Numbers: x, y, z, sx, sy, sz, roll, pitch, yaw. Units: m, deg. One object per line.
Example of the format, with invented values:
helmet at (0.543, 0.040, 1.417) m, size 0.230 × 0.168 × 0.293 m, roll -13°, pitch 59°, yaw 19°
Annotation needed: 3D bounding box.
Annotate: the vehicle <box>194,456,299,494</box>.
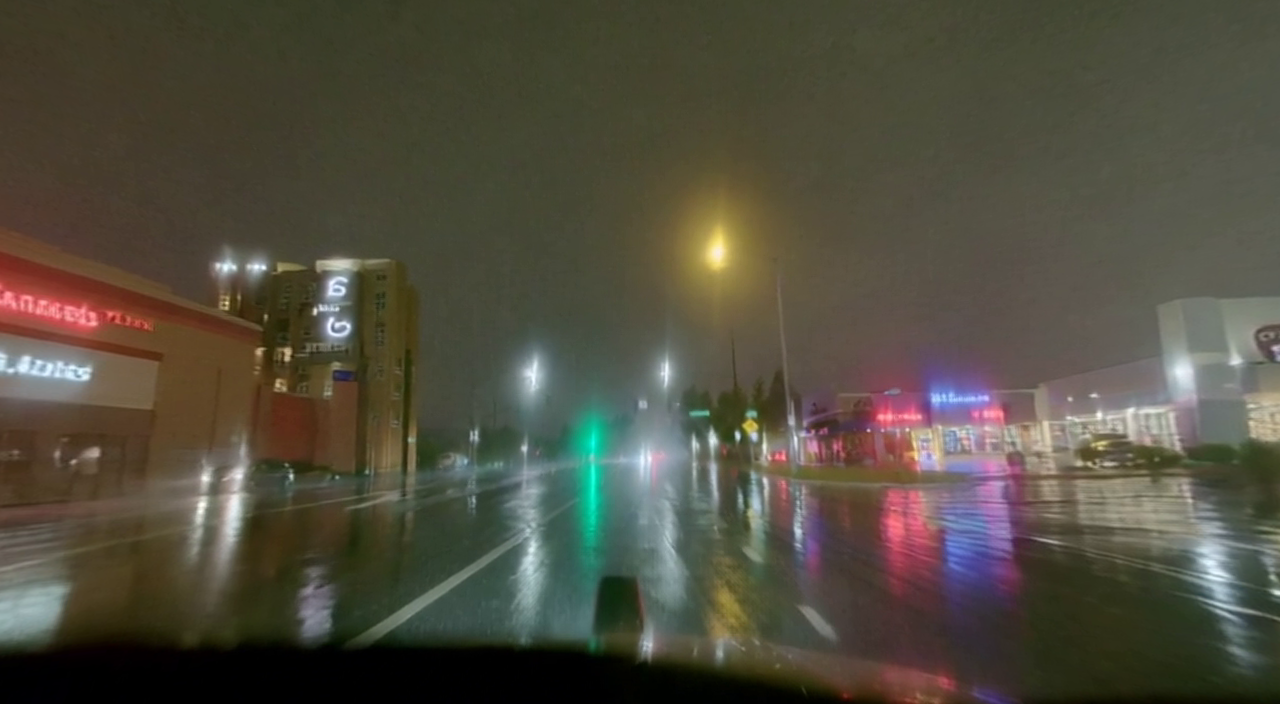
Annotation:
vehicle at (-18.097, 5.659, 29.267) m, size 1.938 × 1.465 × 4.744 m, roll -2°, pitch -9°, yaw -1°
